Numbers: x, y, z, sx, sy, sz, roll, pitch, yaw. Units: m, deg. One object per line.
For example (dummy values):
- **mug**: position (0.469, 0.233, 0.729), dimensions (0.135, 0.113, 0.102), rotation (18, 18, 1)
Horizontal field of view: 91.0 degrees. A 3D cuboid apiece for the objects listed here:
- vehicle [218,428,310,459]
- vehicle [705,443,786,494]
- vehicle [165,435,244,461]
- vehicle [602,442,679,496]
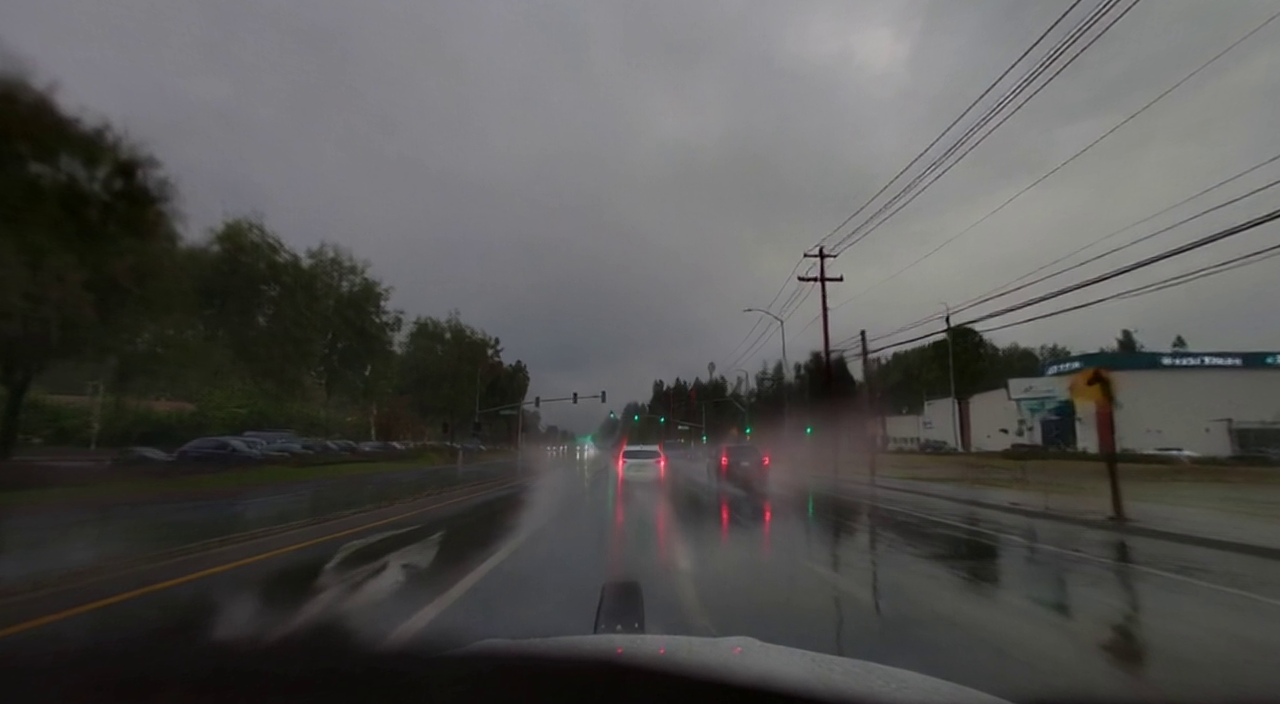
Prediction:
- **vehicle**: position (-28.955, 7.142, 48.885), dimensions (2.878, 2.172, 7.057), rotation (1, -8, -1)
- **vehicle**: position (3.372, 3.809, 20.909), dimensions (1.985, 1.489, 4.036), rotation (0, -9, -1)
- **vehicle**: position (-28.342, 6.276, 41.180), dimensions (1.908, 1.553, 4.979), rotation (1, -9, -4)
- **vehicle**: position (-0.029, 3.563, 19.558), dimensions (2.144, 1.473, 4.028), rotation (1, -9, -1)
